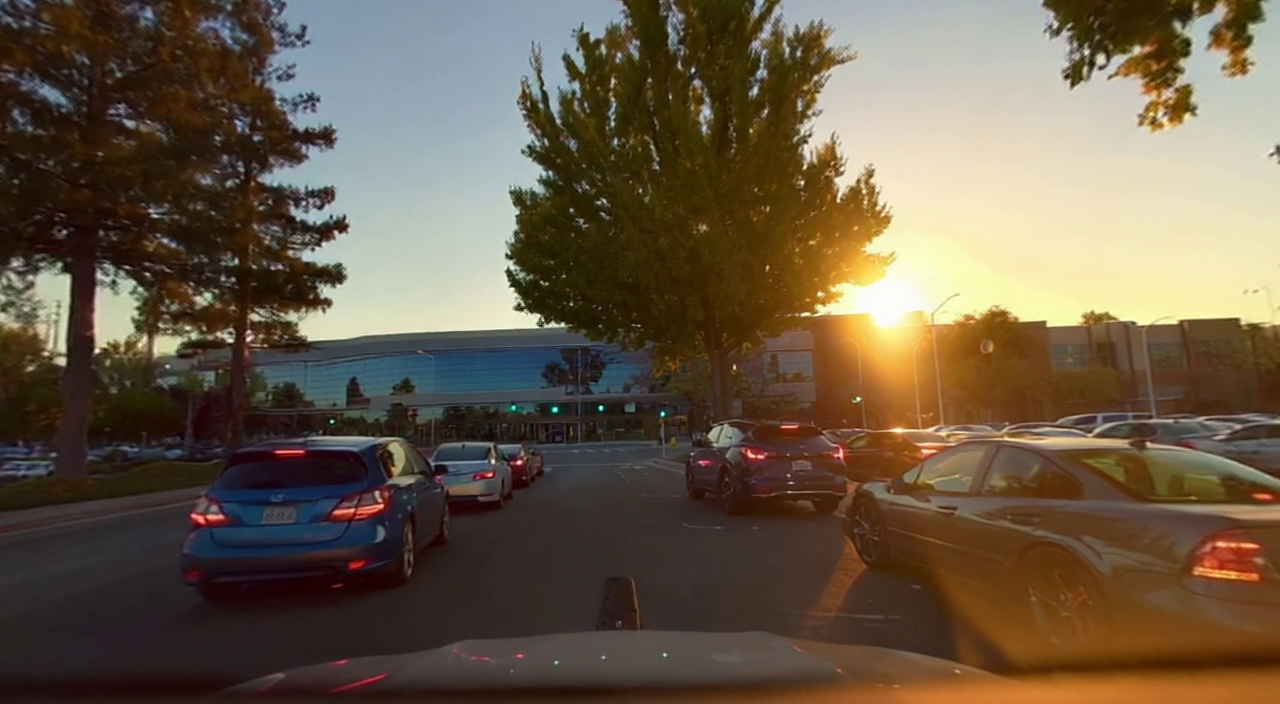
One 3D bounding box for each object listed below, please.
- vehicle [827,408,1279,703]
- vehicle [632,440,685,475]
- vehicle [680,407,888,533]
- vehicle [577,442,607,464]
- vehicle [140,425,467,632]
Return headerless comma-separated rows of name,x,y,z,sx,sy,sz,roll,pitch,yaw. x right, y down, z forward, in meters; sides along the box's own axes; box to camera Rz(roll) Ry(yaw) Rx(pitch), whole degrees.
vehicle,3.416,1.358,5.307,1.904,1.494,4.864,1,-8,-4
vehicle,0.768,4.785,28.972,1.910,1.493,4.490,1,-8,-5
vehicle,2.404,2.211,12.545,2.324,1.907,5.634,1,-8,-6
vehicle,-3.553,7.385,46.451,2.095,1.473,4.301,1,-8,-5
vehicle,-3.096,1.624,6.965,1.968,1.497,4.286,2,-8,-11
